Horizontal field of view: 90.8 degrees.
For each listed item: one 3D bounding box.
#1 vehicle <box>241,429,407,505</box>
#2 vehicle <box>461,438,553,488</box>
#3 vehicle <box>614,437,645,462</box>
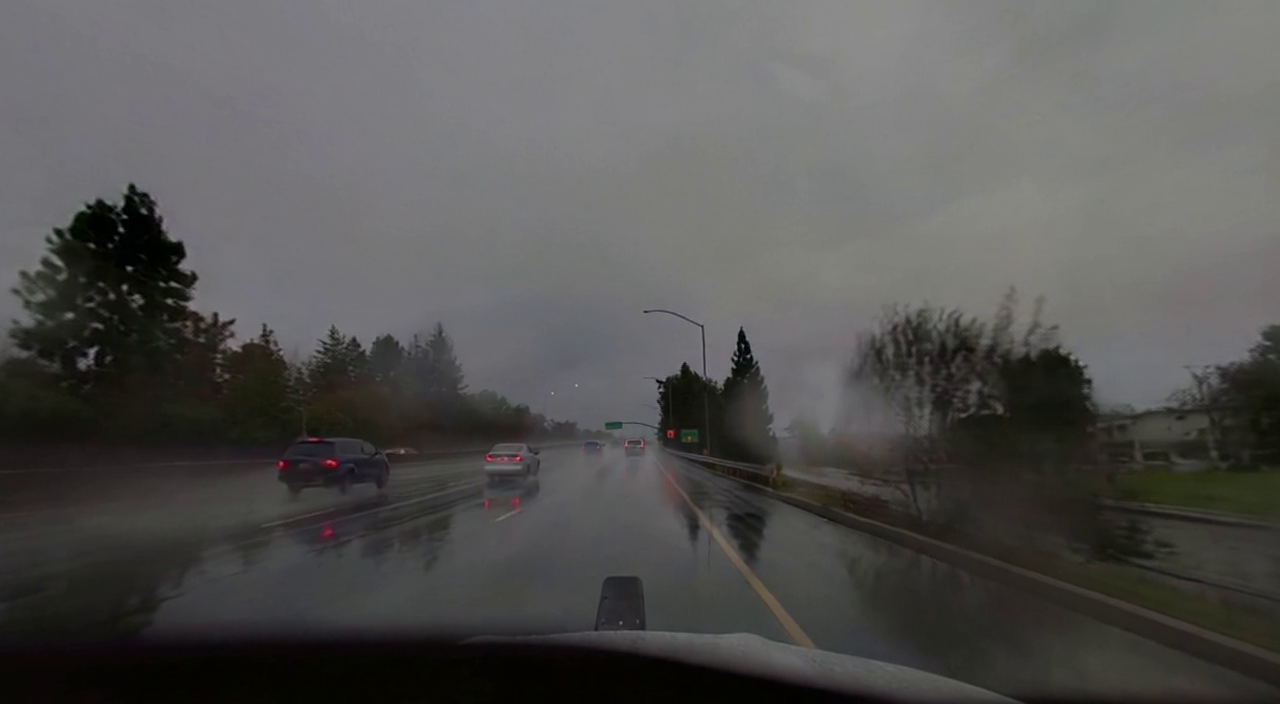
[{"bbox_3d":[-8.403,3.087,17.430,2.091,1.795,4.617,-1,-8,1],"label":"vehicle"},{"bbox_3d":[-4.562,3.881,22.523,2.102,1.562,4.884,-1,-8,2],"label":"vehicle"},{"bbox_3d":[-0.757,7.314,47.330,2.179,1.742,4.396,0,-8,0],"label":"vehicle"}]
